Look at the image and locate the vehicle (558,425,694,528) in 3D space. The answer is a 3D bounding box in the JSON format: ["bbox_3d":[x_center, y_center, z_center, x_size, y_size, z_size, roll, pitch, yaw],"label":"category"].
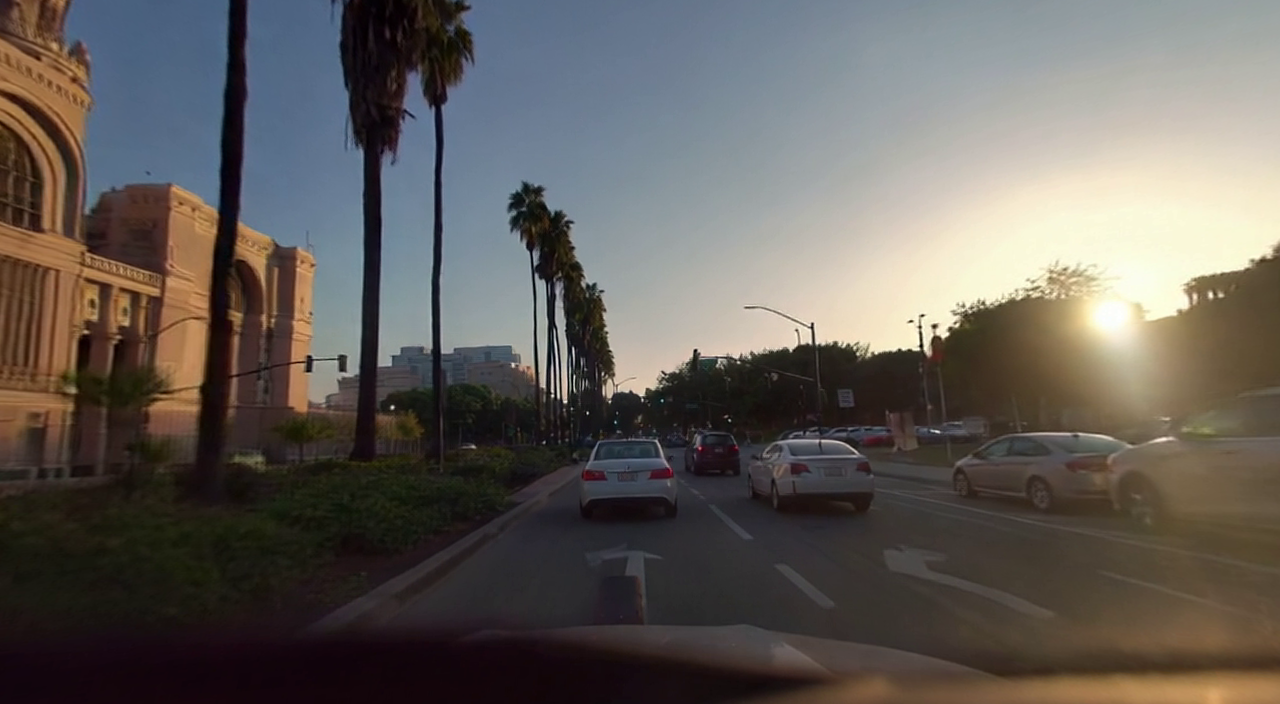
[{"bbox_3d":[-0.229,2.160,11.474,2.050,1.521,3.747,0,-8,-1],"label":"vehicle"}]

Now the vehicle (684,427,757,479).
[{"bbox_3d":[3.205,4.250,26.902,2.127,1.854,7.971,0,-8,0],"label":"vehicle"}]

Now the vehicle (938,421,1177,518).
[{"bbox_3d":[7.873,2.214,12.506,1.875,1.588,4.072,0,-8,-1],"label":"vehicle"}]

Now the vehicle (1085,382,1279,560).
[{"bbox_3d":[8.085,1.323,7.163,2.200,1.933,5.123,0,-7,-2],"label":"vehicle"}]

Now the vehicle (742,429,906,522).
[{"bbox_3d":[3.290,2.287,12.278,1.833,1.465,4.258,0,-8,-1],"label":"vehicle"}]

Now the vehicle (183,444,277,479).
[{"bbox_3d":[-21.199,5.647,32.928,1.958,1.675,4.389,0,-8,0],"label":"vehicle"}]
